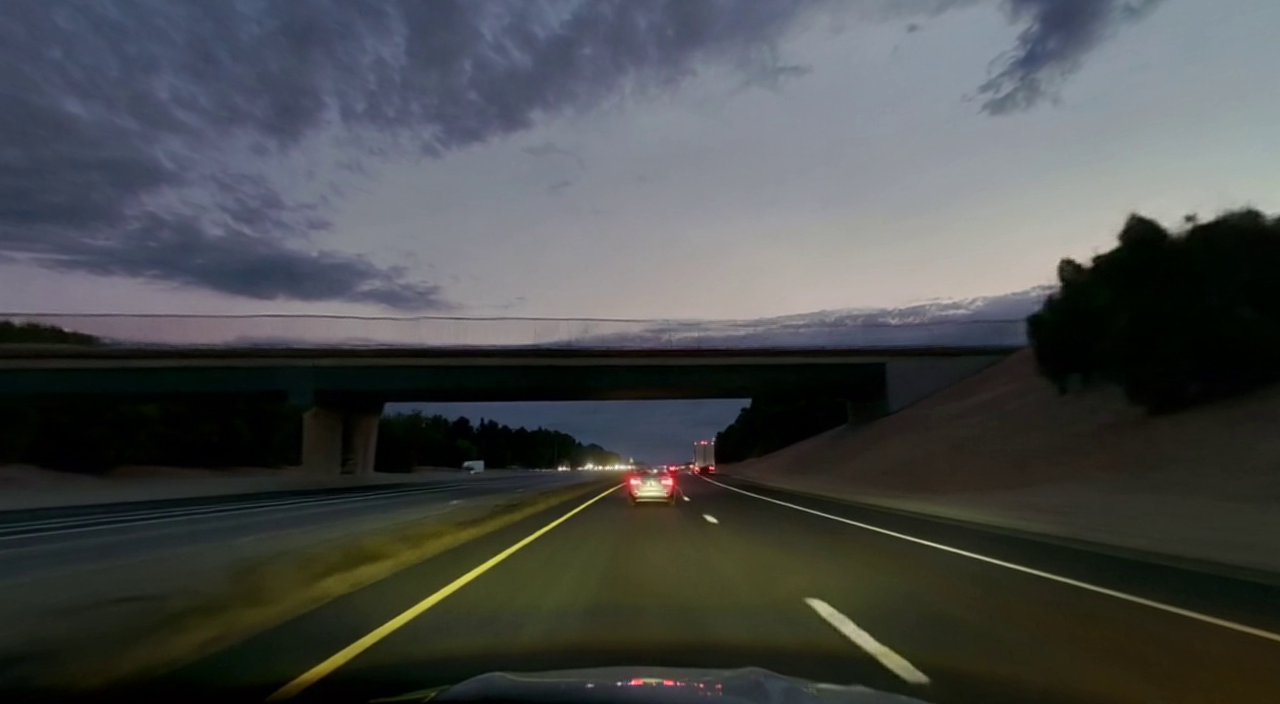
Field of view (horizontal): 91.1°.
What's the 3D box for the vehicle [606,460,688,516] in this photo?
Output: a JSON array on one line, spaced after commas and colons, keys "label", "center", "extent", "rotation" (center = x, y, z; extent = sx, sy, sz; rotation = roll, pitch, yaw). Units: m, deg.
[{"label": "vehicle", "center": [0.187, 3.958, 18.551], "extent": [2.156, 1.444, 3.762], "rotation": [1, -10, 0]}]
